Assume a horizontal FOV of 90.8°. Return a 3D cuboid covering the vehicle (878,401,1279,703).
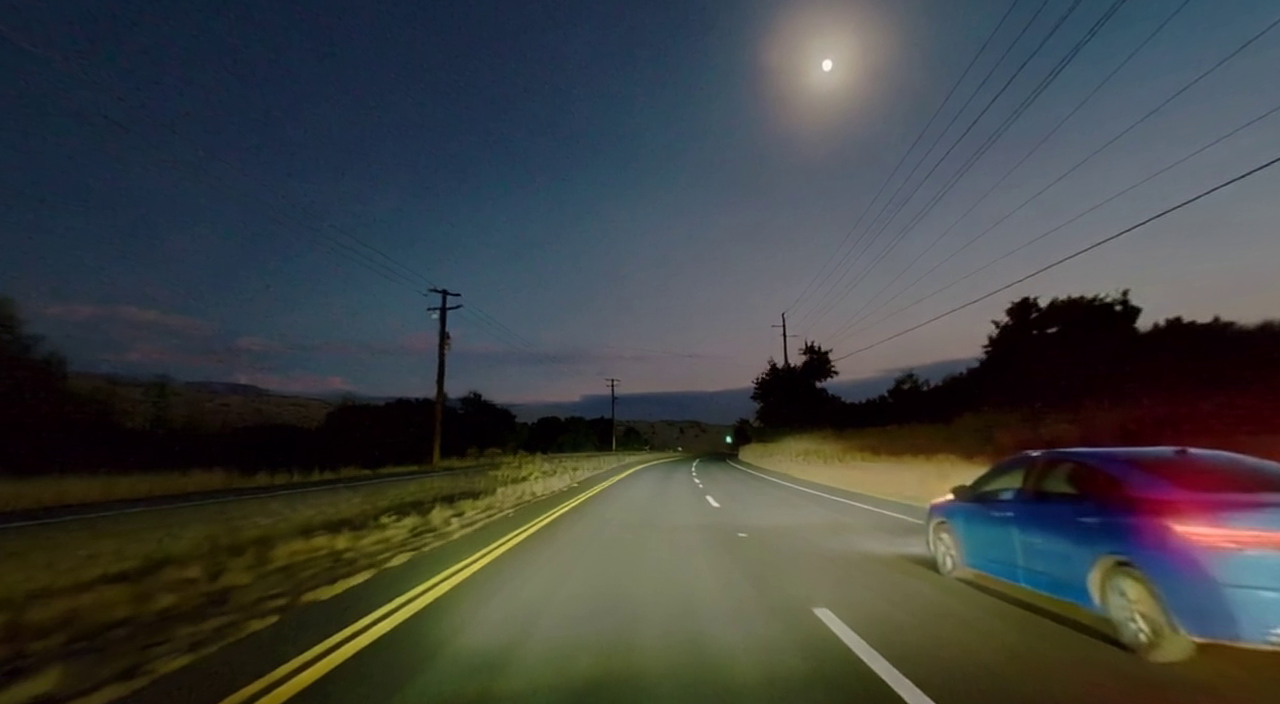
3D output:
[{"bbox_3d":[3.903,1.419,5.347,2.135,1.692,4.185,0,-9,0],"label":"vehicle"}]
